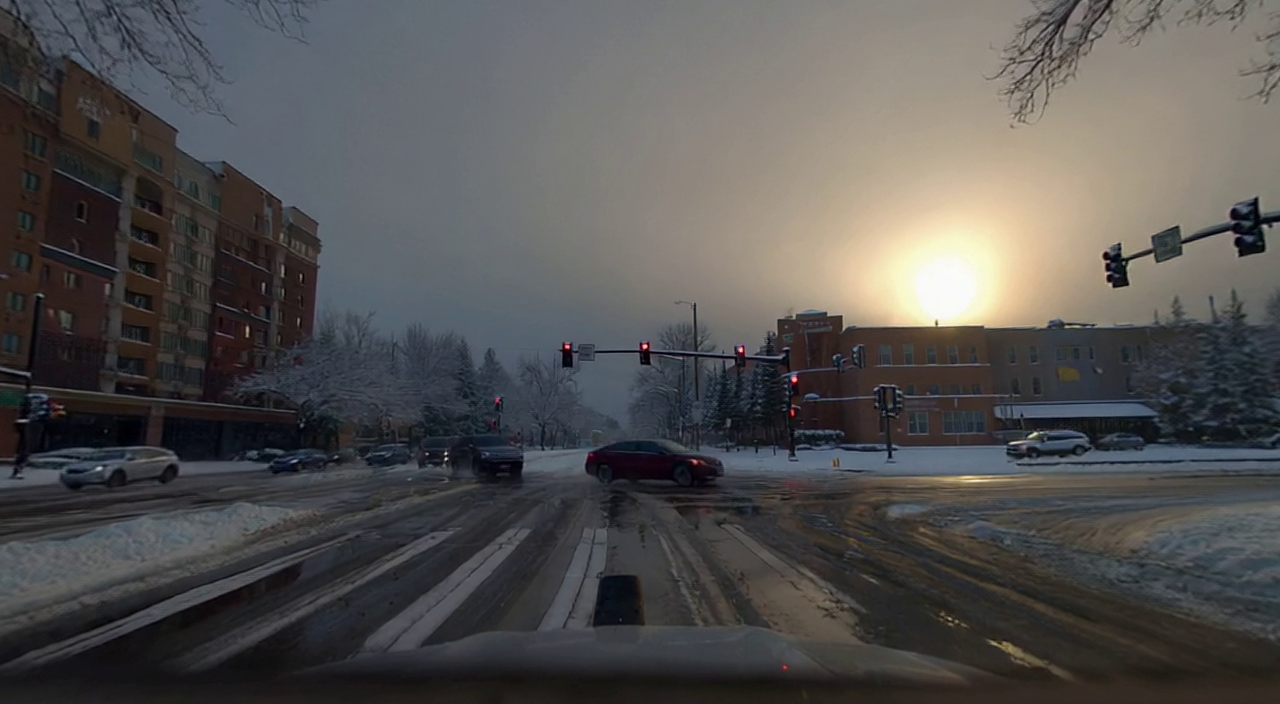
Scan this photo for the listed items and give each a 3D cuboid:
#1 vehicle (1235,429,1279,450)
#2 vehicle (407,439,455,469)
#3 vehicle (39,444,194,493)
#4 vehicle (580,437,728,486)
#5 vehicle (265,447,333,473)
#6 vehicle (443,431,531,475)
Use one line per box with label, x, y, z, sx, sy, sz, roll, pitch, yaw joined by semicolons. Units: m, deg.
vehicle;45.677;6.275;45.252;1.786;1.412;4.330;0;-9;0
vehicle;-12.599;6.148;38.349;1.982;1.678;4.180;1;-9;-8
vehicle;-19.538;4.337;23.916;1.924;1.656;4.593;0;-9;0
vehicle;0.422;3.672;21.411;4.532;1.467;2.135;-6;-10;32
vehicle;-23.213;7.353;43.219;2.041;1.642;4.628;0;-9;0
vehicle;-7.200;4.685;29.417;2.017;1.877;4.767;7;-11;-40
